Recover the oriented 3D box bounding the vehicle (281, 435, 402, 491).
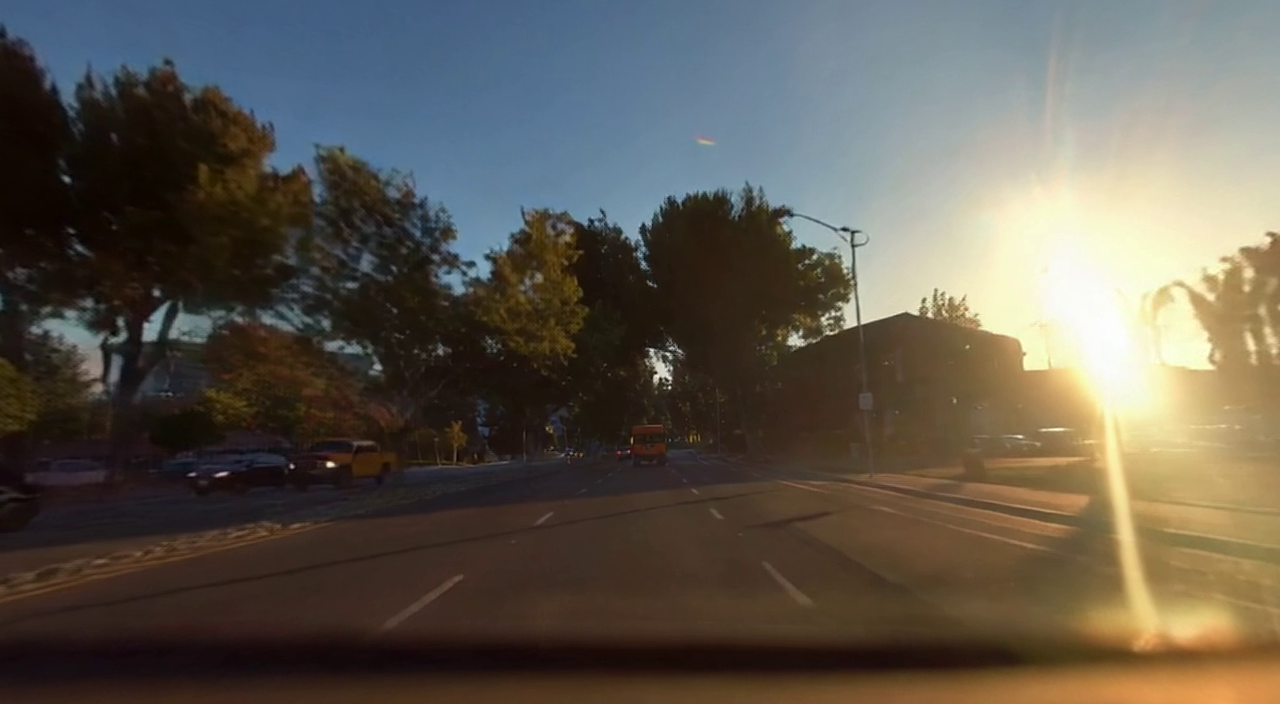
[{"bbox_3d":[-11.414,4.266,24.592,2.155,1.941,4.977,0,-9,2],"label":"vehicle"}]

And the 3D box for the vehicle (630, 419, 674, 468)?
[{"bbox_3d":[0.774,6.702,46.000,2.843,3.120,10.422,0,-9,0],"label":"vehicle"}]

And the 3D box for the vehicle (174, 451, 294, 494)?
[{"bbox_3d":[-19.102,5.651,30.005,2.165,1.795,5.003,0,-9,3],"label":"vehicle"}]
